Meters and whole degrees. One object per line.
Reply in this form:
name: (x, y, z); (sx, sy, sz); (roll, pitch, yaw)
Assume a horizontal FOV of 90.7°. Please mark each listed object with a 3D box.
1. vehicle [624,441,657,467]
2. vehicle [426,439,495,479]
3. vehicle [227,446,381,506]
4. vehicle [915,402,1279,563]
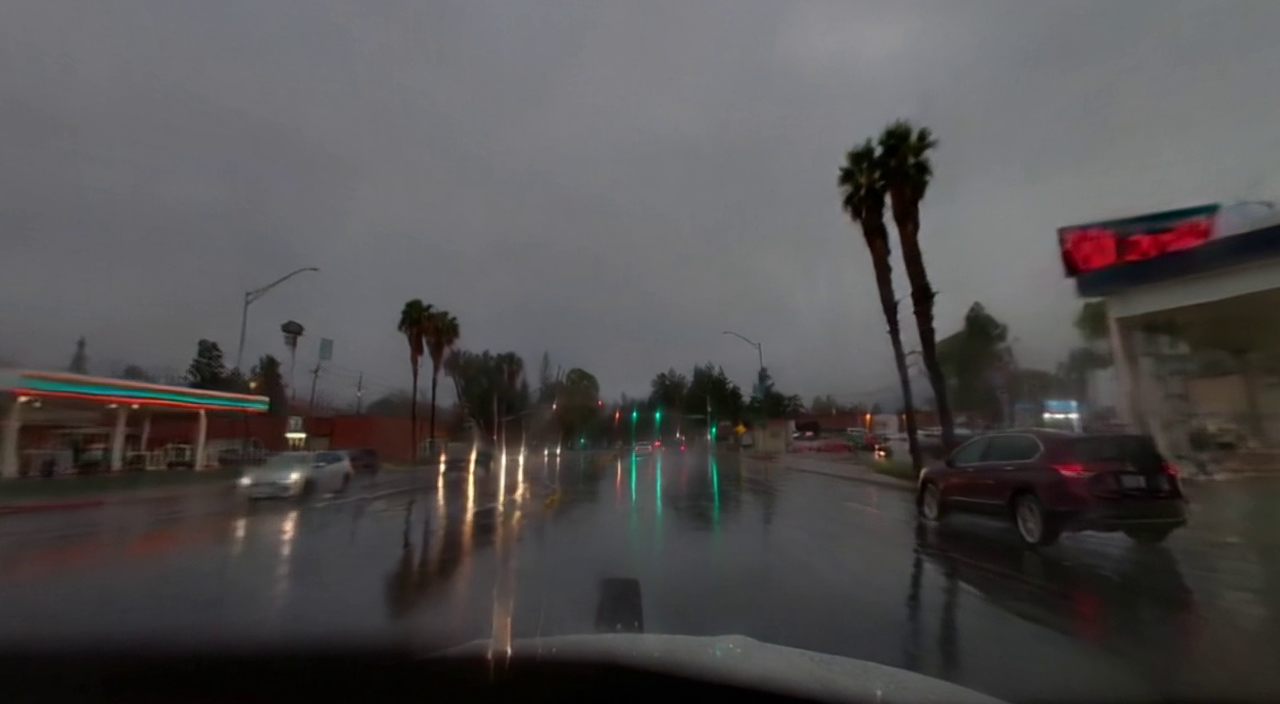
vehicle: (0.045, 7.233, 44.923); (2.177, 1.754, 3.815); (0, -9, 0)
vehicle: (-9.262, 5.542, 33.166); (2.169, 1.910, 4.745); (-1, -9, 1)
vehicle: (-9.530, 3.512, 18.473); (1.931, 1.479, 4.555); (-1, -9, 1)
vehicle: (6.396, 1.856, 9.720); (2.066, 1.807, 4.893); (0, -9, -1)
